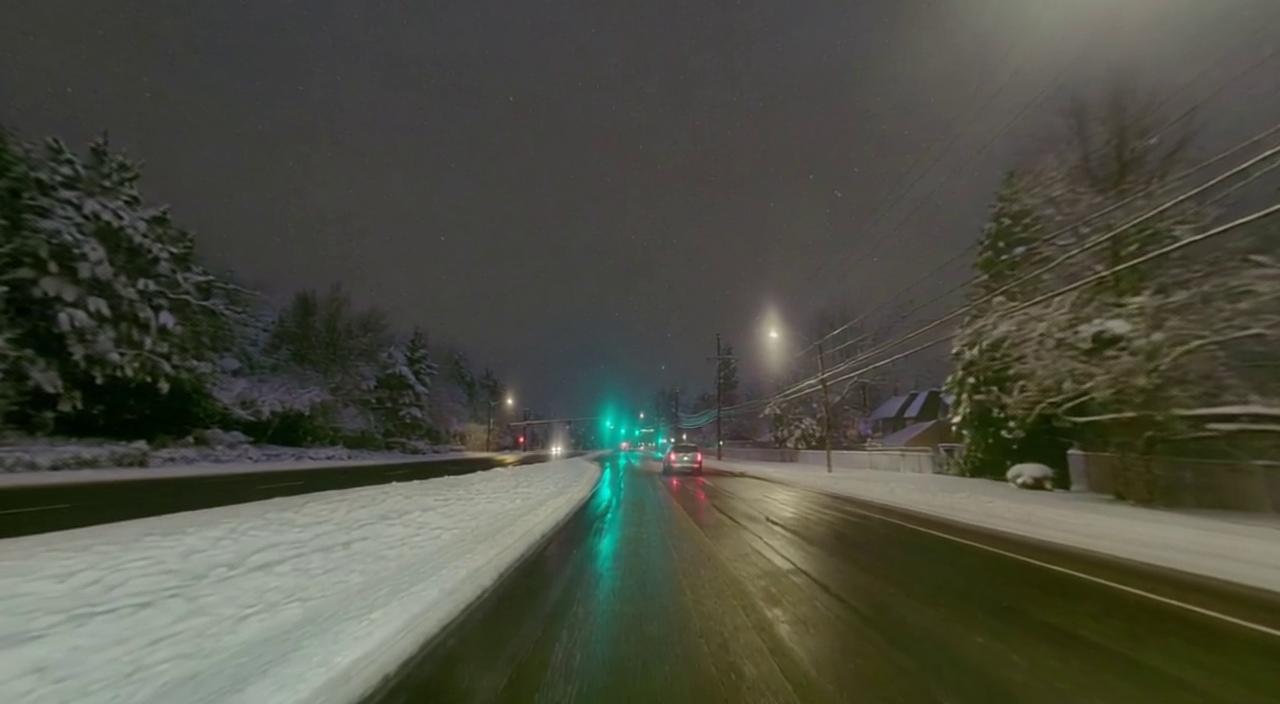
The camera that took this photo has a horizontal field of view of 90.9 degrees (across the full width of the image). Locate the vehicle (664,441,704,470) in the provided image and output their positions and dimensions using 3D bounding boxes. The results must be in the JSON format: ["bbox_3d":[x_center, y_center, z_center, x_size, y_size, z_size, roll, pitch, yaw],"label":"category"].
[{"bbox_3d":[2.823,6.738,41.238,2.240,1.781,4.433,0,-8,-1],"label":"vehicle"}]
